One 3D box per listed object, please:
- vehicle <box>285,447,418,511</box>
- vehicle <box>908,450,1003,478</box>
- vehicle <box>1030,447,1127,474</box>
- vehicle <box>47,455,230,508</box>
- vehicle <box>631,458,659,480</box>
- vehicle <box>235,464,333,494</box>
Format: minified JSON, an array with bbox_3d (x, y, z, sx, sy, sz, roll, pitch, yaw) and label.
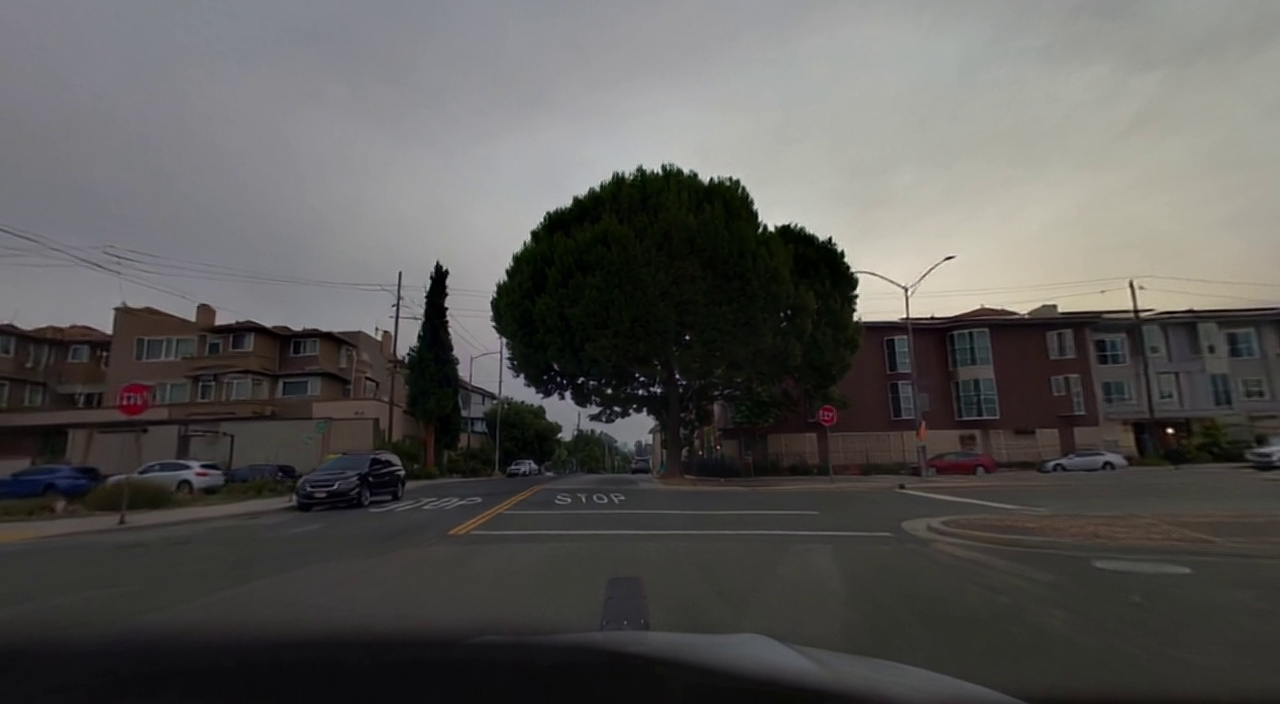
[{"bbox_3d":[-8.493,3.788,19.159,2.156,1.620,4.945,0,-10,-6],"label":"vehicle"},{"bbox_3d":[18.446,6.547,36.995,4.528,1.458,1.939,0,-7,-4],"label":"vehicle"},{"bbox_3d":[25.904,6.416,37.298,4.323,1.507,1.896,0,-9,-3],"label":"vehicle"},{"bbox_3d":[-17.592,4.496,22.349,2.010,1.583,4.582,-7,-10,35],"label":"vehicle"},{"bbox_3d":[0.345,8.689,47.144,1.851,1.471,4.372,0,-9,-2],"label":"vehicle"},{"bbox_3d":[-19.875,7.102,35.327,4.277,1.527,1.987,0,-9,-2],"label":"vehicle"}]
